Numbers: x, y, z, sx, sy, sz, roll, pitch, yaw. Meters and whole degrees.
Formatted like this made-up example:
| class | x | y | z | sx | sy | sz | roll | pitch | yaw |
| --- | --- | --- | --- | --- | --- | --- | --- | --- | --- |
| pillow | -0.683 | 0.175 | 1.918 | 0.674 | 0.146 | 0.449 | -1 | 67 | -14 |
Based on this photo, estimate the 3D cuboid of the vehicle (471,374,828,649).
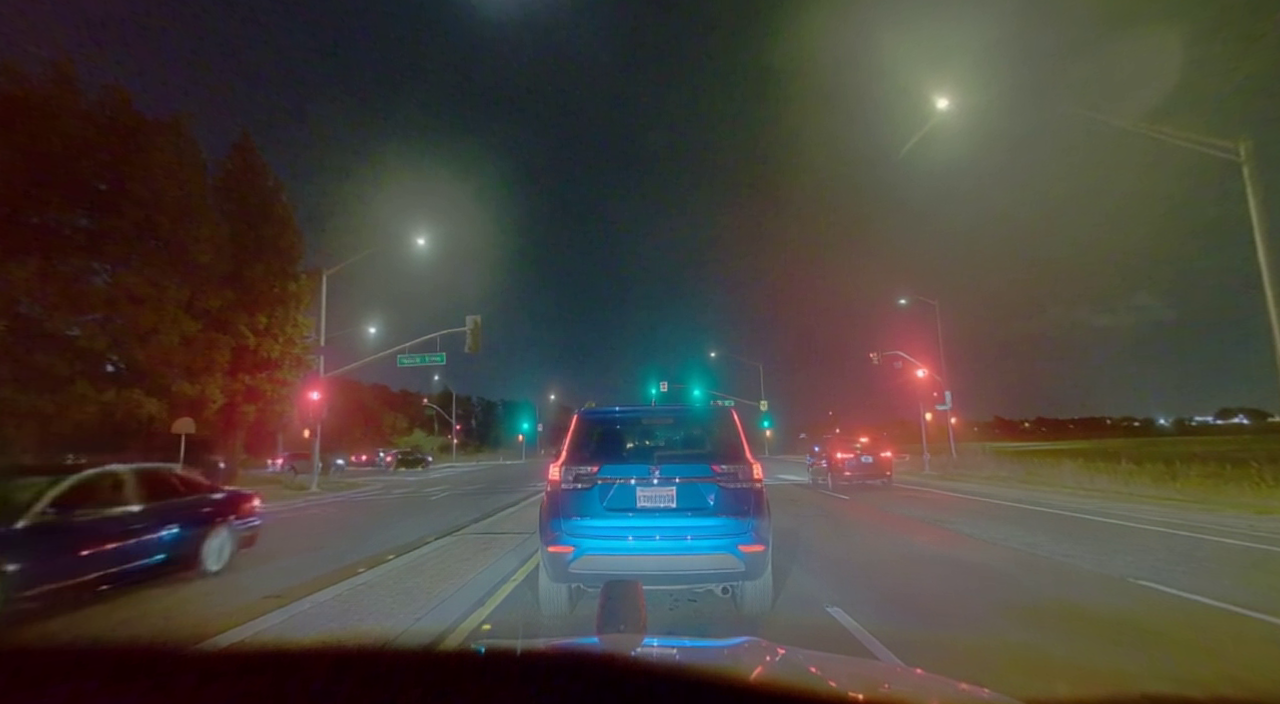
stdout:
| class | x | y | z | sx | sy | sz | roll | pitch | yaw |
| --- | --- | --- | --- | --- | --- | --- | --- | --- | --- |
| vehicle | 0.049 | 1.330 | 6.225 | 2.298 | 1.770 | 4.138 | 0 | -8 | 0 |

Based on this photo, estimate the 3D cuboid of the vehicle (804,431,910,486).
| class | x | y | z | sx | sy | sz | roll | pitch | yaw |
| --- | --- | --- | --- | --- | --- | --- | --- | --- | --- |
| vehicle | 7.105 | 3.528 | 21.212 | 2.012 | 1.636 | 4.352 | 0 | -8 | 0 |

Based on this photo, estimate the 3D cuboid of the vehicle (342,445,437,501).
| class | x | y | z | sx | sy | sz | roll | pitch | yaw |
| --- | --- | --- | --- | --- | --- | --- | --- | --- | --- |
| vehicle | -8.224 | 3.955 | 21.177 | 2.192 | 1.606 | 4.510 | 2 | -8 | -12 |

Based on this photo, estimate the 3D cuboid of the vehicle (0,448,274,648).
| class | x | y | z | sx | sy | sz | roll | pitch | yaw |
| --- | --- | --- | --- | --- | --- | --- | --- | --- | --- |
| vehicle | -6.114 | 1.700 | 6.119 | 2.425 | 1.480 | 4.707 | 0 | -8 | -2 |

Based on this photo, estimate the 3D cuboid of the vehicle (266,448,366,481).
| class | x | y | z | sx | sy | sz | roll | pitch | yaw |
| --- | --- | --- | --- | --- | --- | --- | --- | --- | --- |
| vehicle | -17.547 | 6.066 | 34.190 | 4.608 | 1.680 | 2.026 | -3 | -9 | 16 |
